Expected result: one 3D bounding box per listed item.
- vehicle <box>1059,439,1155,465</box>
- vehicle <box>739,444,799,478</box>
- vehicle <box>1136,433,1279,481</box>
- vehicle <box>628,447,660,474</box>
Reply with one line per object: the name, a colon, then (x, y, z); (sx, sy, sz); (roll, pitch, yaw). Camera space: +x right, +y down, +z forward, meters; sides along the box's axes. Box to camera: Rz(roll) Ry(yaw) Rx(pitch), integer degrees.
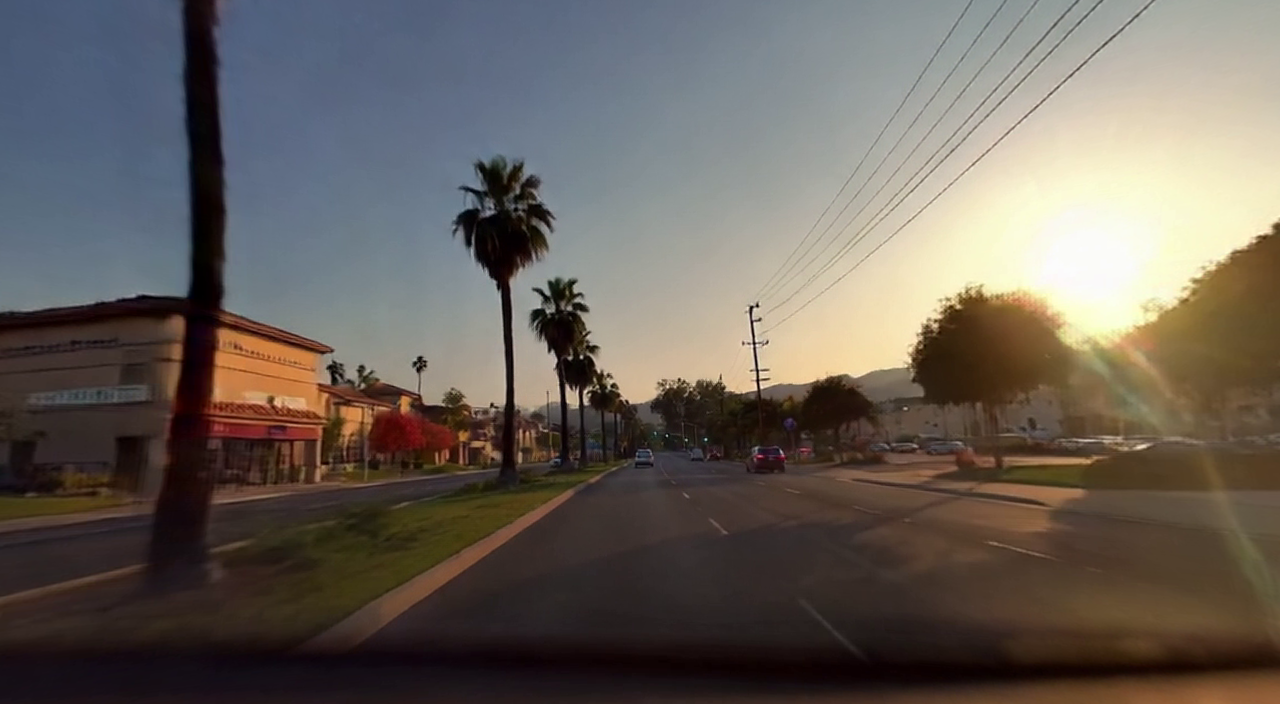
vehicle: (28.323, 6.070, 38.282); (4.191, 1.492, 1.950); (-1, -9, 0)
vehicle: (6.825, 5.810, 33.811); (2.252, 1.718, 4.617); (0, -9, 0)
vehicle: (19.979, 3.511, 21.176); (4.728, 1.520, 2.107); (-1, -9, 1)
vehicle: (0.289, 7.449, 43.469); (2.138, 1.702, 4.168); (0, -9, 1)
